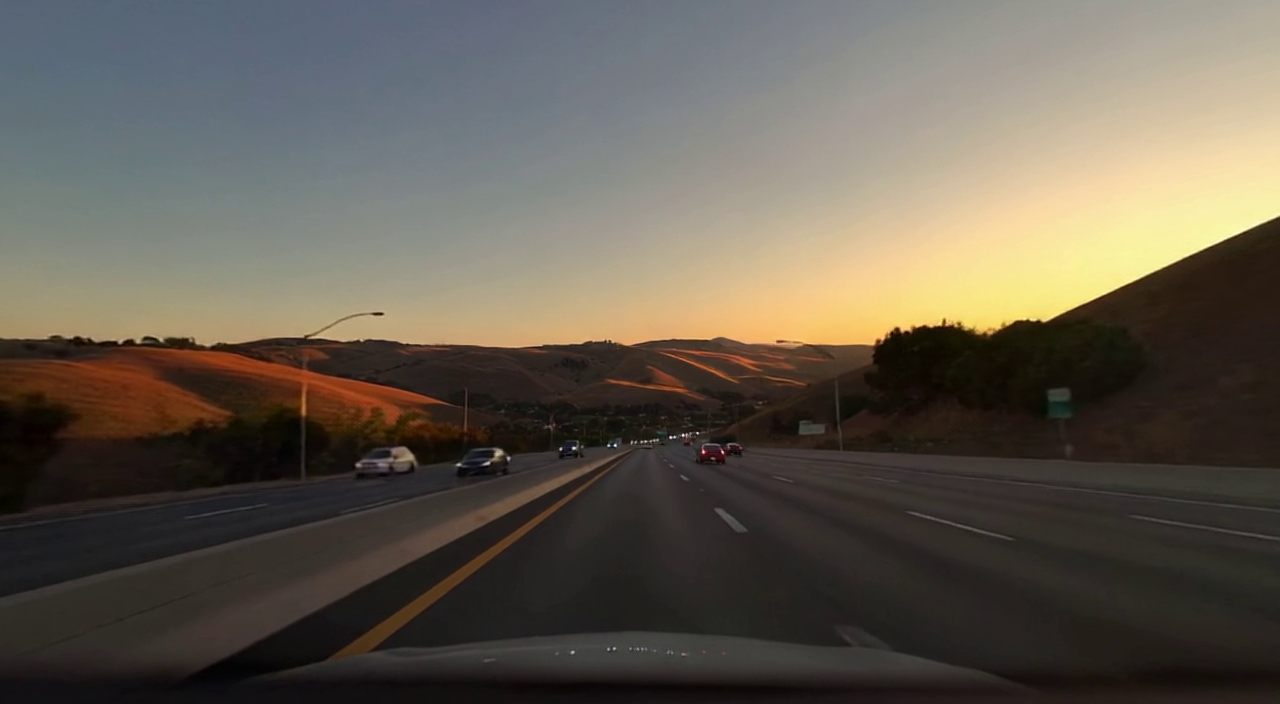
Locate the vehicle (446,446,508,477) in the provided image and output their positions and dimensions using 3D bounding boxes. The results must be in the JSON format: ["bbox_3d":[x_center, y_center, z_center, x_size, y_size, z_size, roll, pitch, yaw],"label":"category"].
[{"bbox_3d":[-8.692,5.854,34.066,2.068,1.494,4.604,0,-8,1],"label":"vehicle"}]

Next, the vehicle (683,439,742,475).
[{"bbox_3d":[3.086,4.587,27.767,2.044,1.444,4.216,0,-8,0],"label":"vehicle"}]

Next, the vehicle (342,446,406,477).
[{"bbox_3d":[-15.628,6.434,37.298,1.972,1.685,4.032,0,-8,1],"label":"vehicle"}]
